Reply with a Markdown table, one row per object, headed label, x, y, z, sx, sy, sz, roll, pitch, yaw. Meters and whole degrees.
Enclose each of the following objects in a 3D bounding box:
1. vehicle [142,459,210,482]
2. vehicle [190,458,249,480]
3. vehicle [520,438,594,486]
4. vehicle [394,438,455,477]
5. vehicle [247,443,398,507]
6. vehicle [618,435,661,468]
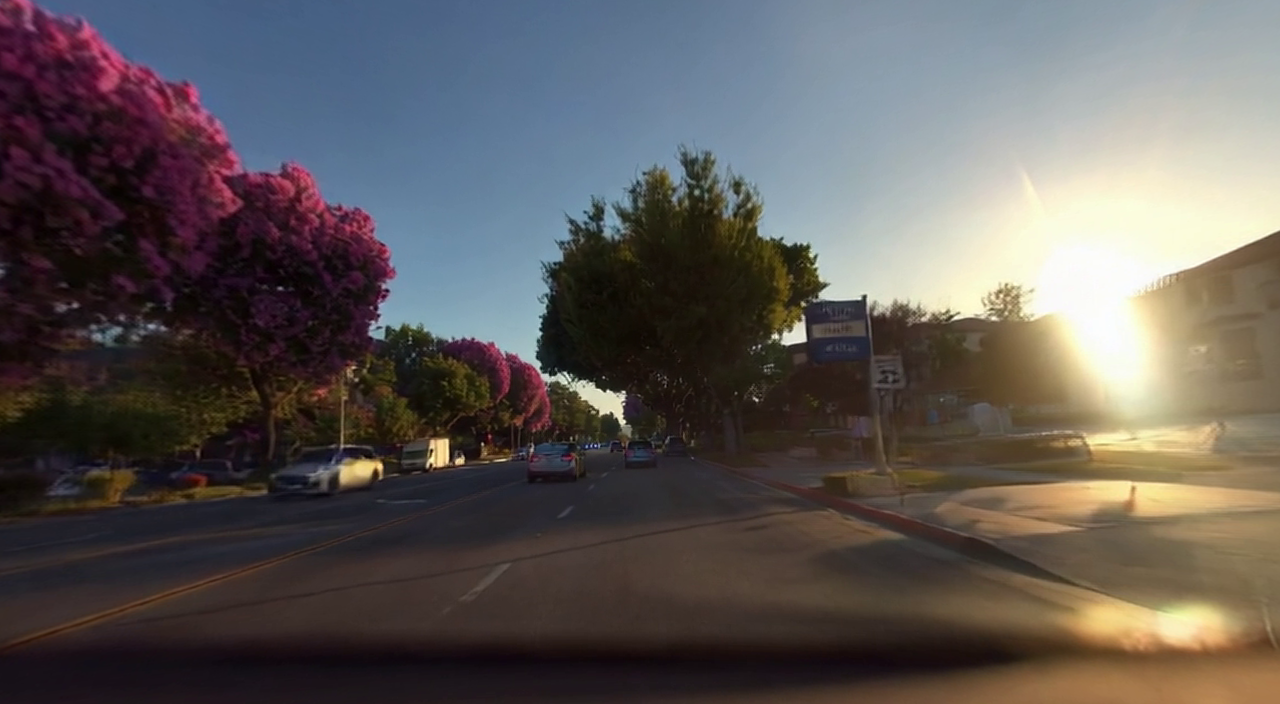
| label | x | y | z | sx | sy | sz | roll | pitch | yaw |
| --- | --- | --- | --- | --- | --- | --- | --- | --- | --- |
| vehicle | -31.489 | 8.038 | 42.911 | 3.340 | 1.400 | 1.578 | -1 | -8 | -1 |
| vehicle | -31.729 | 8.854 | 47.732 | 3.292 | 1.374 | 1.616 | -3 | -8 | -2 |
| vehicle | -2.991 | 4.077 | 23.740 | 2.167 | 1.634 | 4.220 | 0 | -9 | 0 |
| vehicle | -16.362 | 7.975 | 48.359 | 2.474 | 2.431 | 6.256 | -5 | -7 | -1 |
| vehicle | -9.855 | 3.816 | 20.213 | 2.147 | 1.741 | 5.166 | 0 | -9 | 0 |
| vehicle | -0.064 | 5.843 | 37.131 | 2.376 | 1.801 | 4.317 | 0 | -9 | -1 |
